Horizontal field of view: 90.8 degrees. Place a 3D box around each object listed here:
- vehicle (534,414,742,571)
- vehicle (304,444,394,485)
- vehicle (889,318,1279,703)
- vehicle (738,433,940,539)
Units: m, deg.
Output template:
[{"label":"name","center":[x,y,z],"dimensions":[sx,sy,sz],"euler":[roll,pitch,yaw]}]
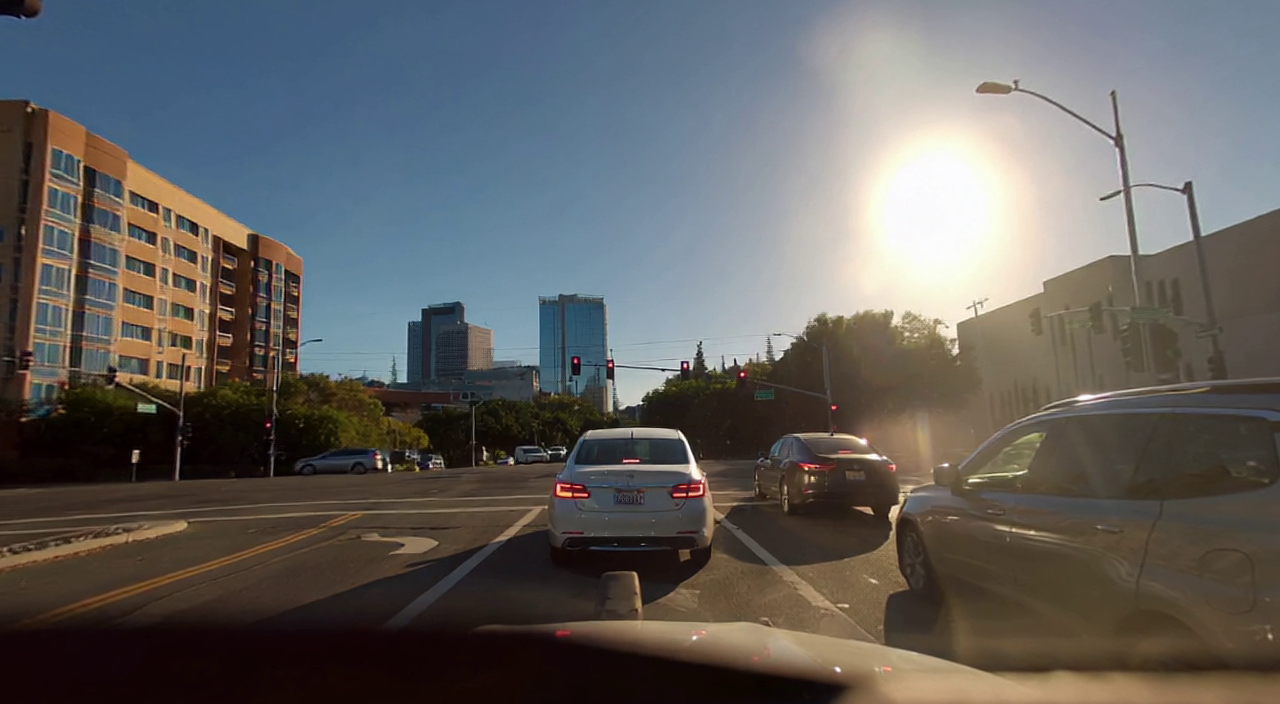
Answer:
[{"label":"vehicle","center":[-0.070,1.786,8.758],"dimensions":[2.188,1.637,4.027],"euler":[0,-8,-1]},{"label":"vehicle","center":[-14.234,5.413,30.793],"dimensions":[4.448,1.837,2.021],"euler":[-6,-11,37]},{"label":"vehicle","center":[3.008,0.864,2.667],"dimensions":[2.103,1.701,4.294],"euler":[0,-8,-1]},{"label":"vehicle","center":[3.153,2.215,11.140],"dimensions":[2.001,1.463,4.398],"euler":[0,-8,-2]}]
